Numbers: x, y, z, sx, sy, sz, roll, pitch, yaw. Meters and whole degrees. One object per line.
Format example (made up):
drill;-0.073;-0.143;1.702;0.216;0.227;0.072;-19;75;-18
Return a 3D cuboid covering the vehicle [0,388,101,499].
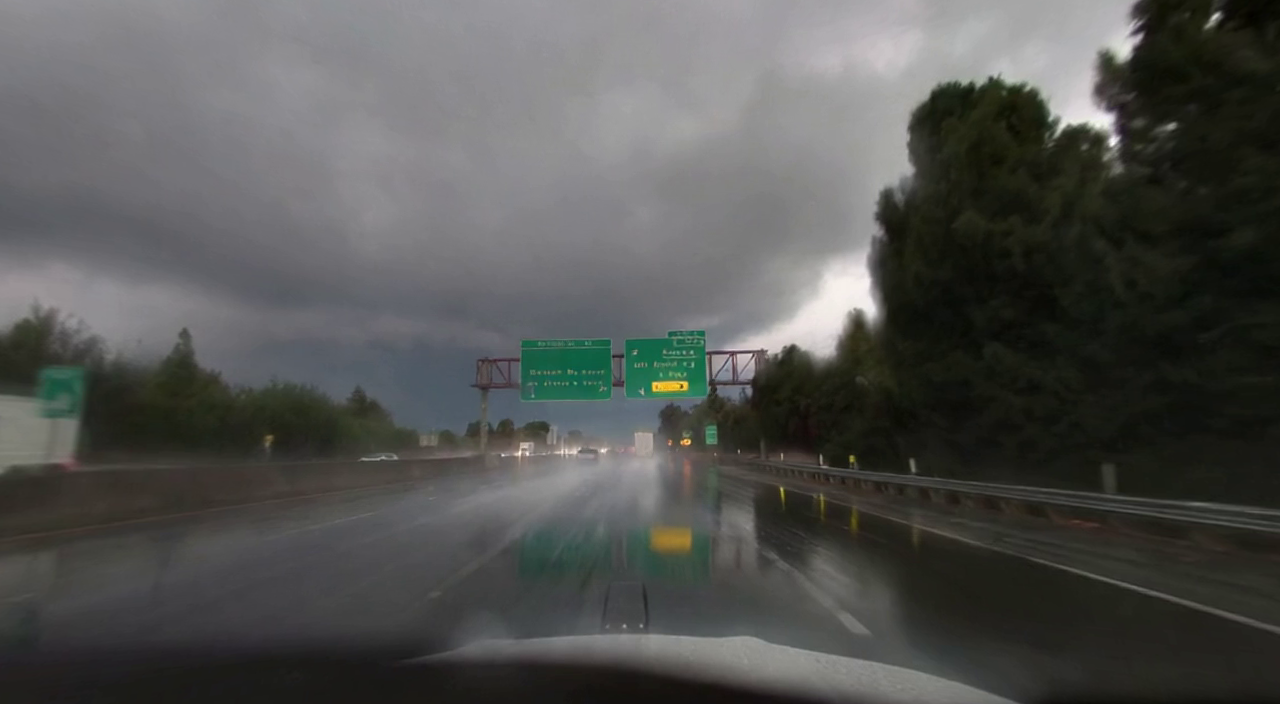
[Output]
vehicle;-24.137;2.729;18.864;2.870;3.910;14.757;0;-8;0

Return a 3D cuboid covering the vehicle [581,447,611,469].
vehicle;-3.217;7.870;46.737;1.996;1.521;3.912;0;-8;0

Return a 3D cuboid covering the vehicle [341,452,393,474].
vehicle;-19.879;8.088;46.058;1.854;1.430;4.222;0;-8;1
